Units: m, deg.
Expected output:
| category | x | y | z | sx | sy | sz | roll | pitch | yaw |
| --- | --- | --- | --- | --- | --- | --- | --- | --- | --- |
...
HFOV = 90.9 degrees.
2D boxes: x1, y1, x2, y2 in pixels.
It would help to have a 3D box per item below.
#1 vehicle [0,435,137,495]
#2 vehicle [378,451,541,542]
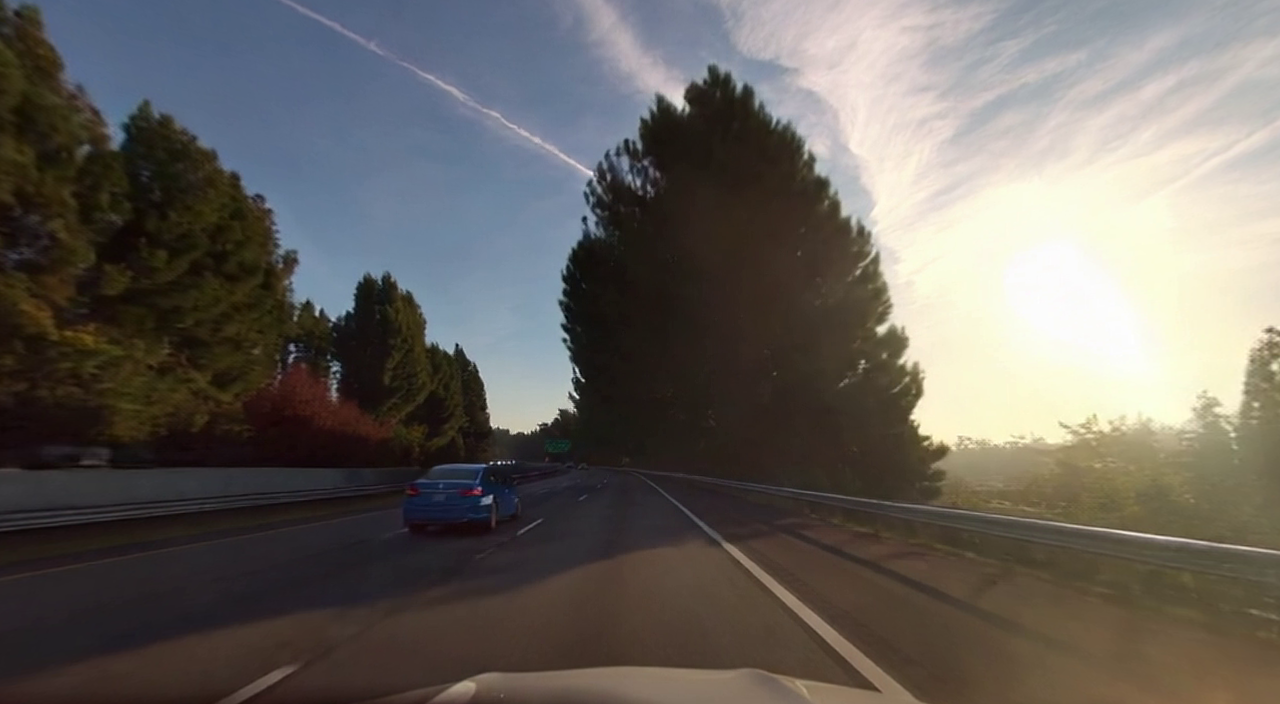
| category | x | y | z | sx | sy | sz | roll | pitch | yaw |
| --- | --- | --- | --- | --- | --- | --- | --- | --- | --- |
| vehicle | -17.329 | 3.282 | 18.301 | 1.872 | 1.501 | 4.234 | 1 | -11 | 0 |
| vehicle | -3.309 | 2.762 | 12.412 | 2.040 | 1.465 | 3.744 | 1 | -11 | 0 |
